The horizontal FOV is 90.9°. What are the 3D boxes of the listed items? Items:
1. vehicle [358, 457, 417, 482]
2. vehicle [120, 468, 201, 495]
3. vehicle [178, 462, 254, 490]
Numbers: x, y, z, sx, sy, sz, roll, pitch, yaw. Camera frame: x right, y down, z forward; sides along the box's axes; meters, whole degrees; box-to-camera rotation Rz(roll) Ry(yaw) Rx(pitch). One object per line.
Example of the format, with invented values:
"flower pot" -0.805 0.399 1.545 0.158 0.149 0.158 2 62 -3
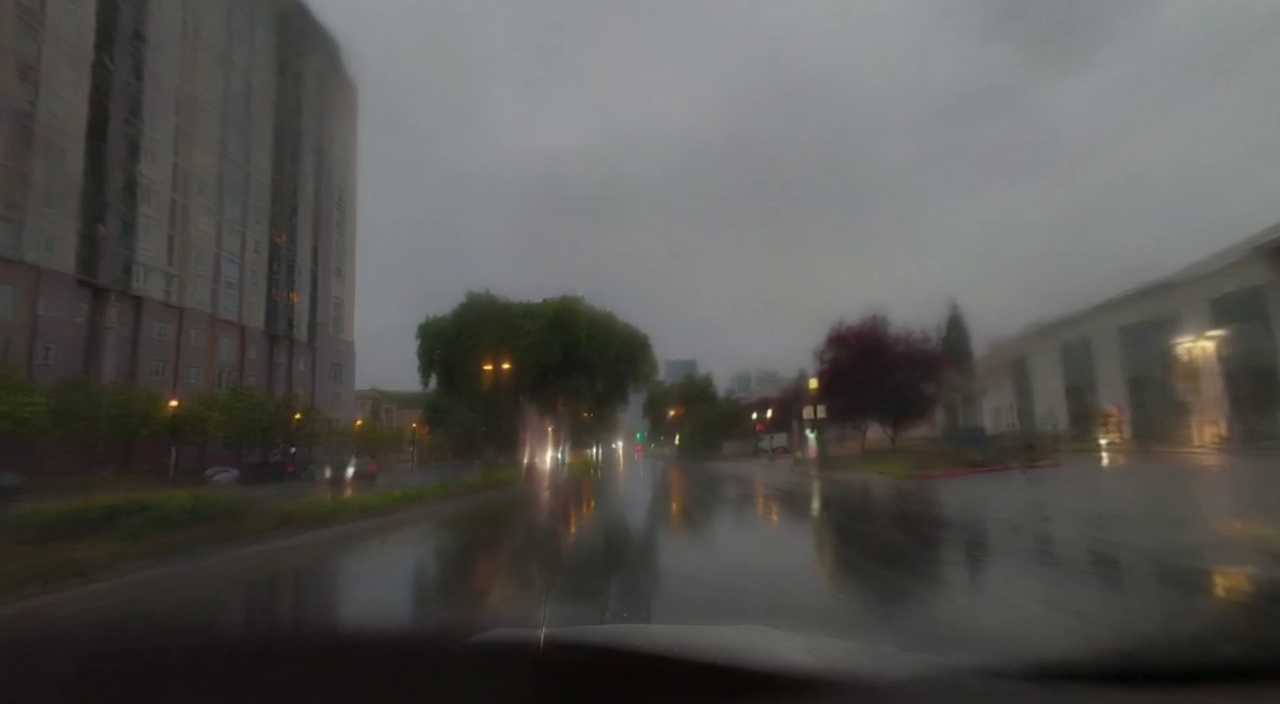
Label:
"vehicle" -17.120 7.974 42.962 1.878 1.492 4.648 -1 -8 4
"vehicle" -31.129 8.406 41.095 1.799 1.473 4.490 0 -8 -1
"vehicle" -31.091 9.067 46.381 2.073 1.772 4.793 -1 -8 3
